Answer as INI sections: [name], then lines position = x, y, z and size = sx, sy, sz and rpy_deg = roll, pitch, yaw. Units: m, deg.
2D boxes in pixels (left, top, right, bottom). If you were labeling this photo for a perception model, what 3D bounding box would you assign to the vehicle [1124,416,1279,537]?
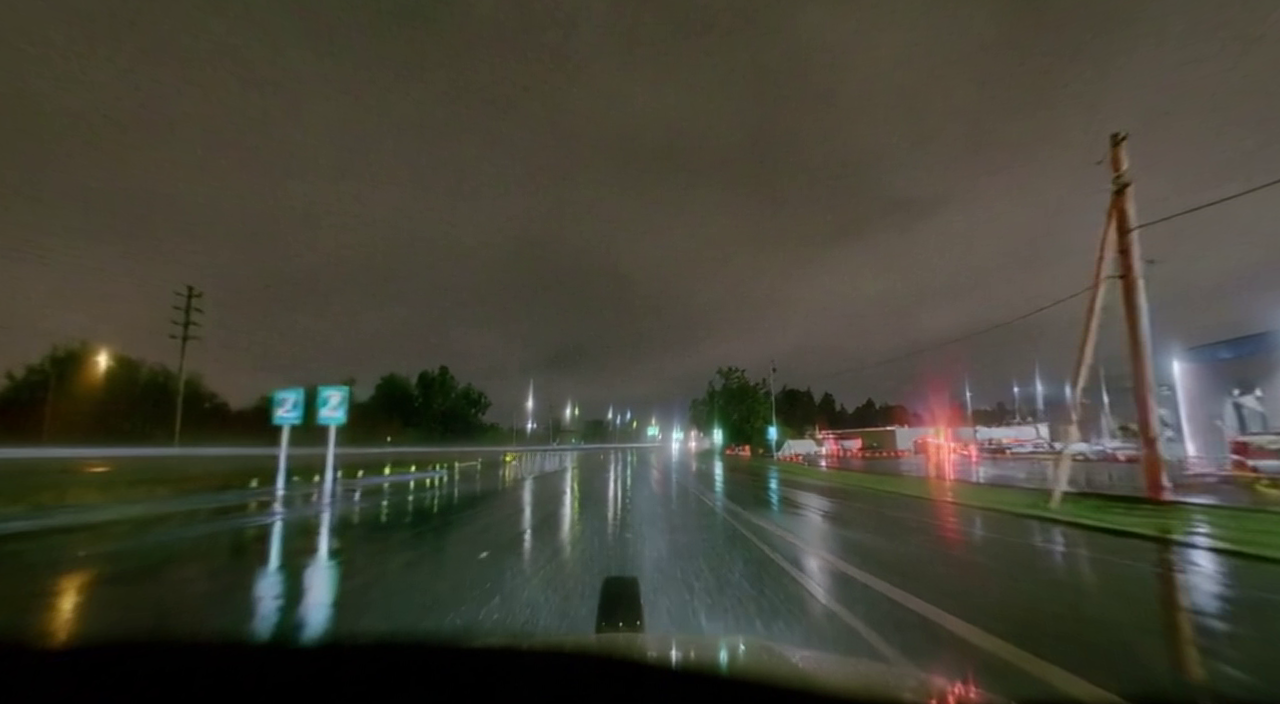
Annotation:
[vehicle]
position = 18.592, 3.229, 17.428
size = 7.989, 2.900, 2.994
rpy_deg = -1, -8, -5
